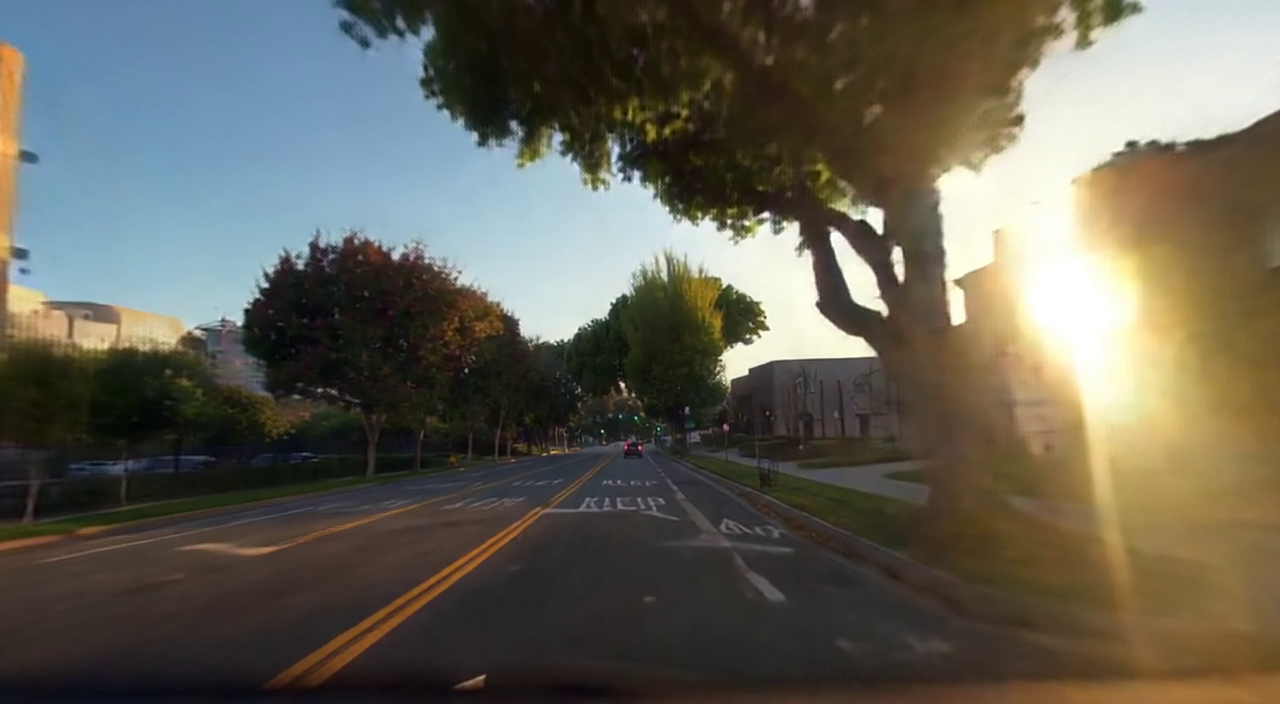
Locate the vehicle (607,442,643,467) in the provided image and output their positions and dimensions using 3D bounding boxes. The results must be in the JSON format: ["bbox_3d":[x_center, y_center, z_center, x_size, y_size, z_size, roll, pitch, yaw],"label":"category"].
[{"bbox_3d":[-0.899,6.291,38.980,2.131,1.474,4.146,0,-8,-1],"label":"vehicle"}]
